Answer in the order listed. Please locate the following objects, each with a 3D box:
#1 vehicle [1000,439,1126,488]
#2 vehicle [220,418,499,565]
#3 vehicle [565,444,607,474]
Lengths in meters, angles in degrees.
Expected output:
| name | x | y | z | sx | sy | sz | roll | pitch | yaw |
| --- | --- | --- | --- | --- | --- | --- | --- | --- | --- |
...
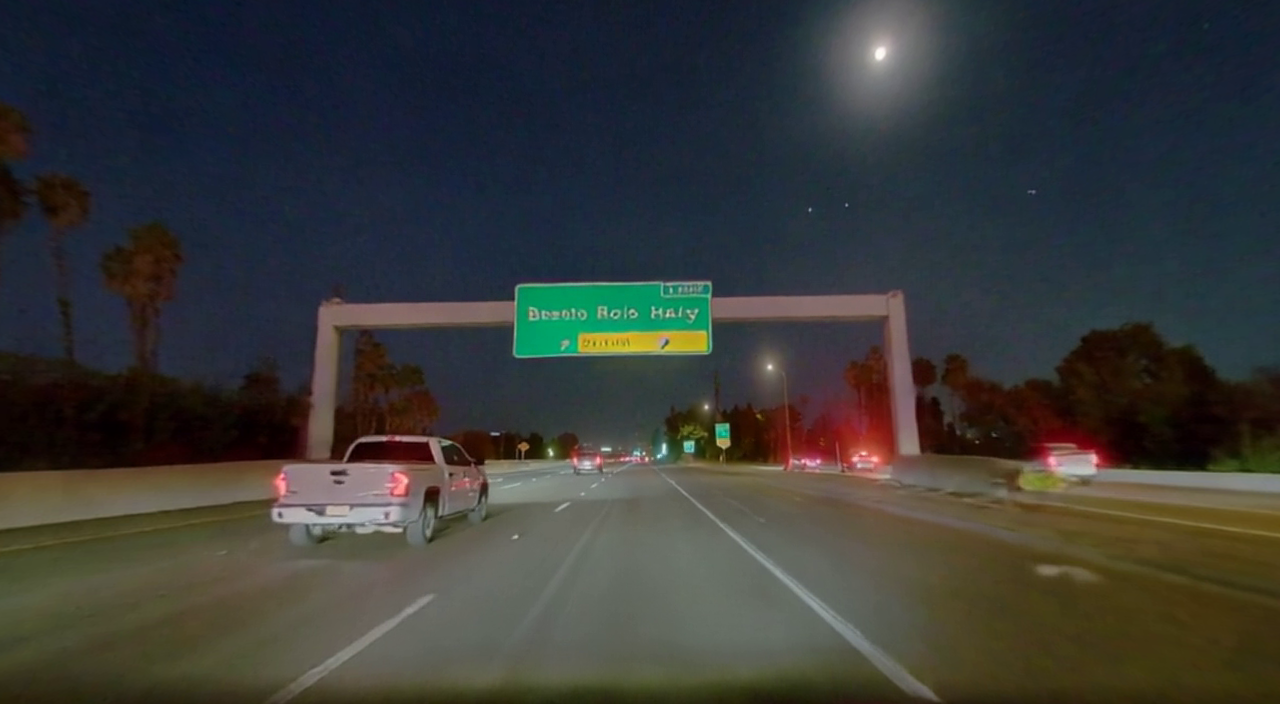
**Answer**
| name | x | y | z | sx | sy | sz | roll | pitch | yaw |
| --- | --- | --- | --- | --- | --- | --- | --- | --- | --- |
| vehicle | 16.892 | 4.476 | 25.534 | 1.991 | 1.755 | 4.836 | -1 | -9 | 4 |
| vehicle | -3.911 | 2.058 | 10.027 | 2.162 | 1.747 | 4.791 | 0 | -9 | 1 |
| vehicle | -3.673 | 7.483 | 44.175 | 2.420 | 1.937 | 5.916 | 0 | -9 | 0 |
